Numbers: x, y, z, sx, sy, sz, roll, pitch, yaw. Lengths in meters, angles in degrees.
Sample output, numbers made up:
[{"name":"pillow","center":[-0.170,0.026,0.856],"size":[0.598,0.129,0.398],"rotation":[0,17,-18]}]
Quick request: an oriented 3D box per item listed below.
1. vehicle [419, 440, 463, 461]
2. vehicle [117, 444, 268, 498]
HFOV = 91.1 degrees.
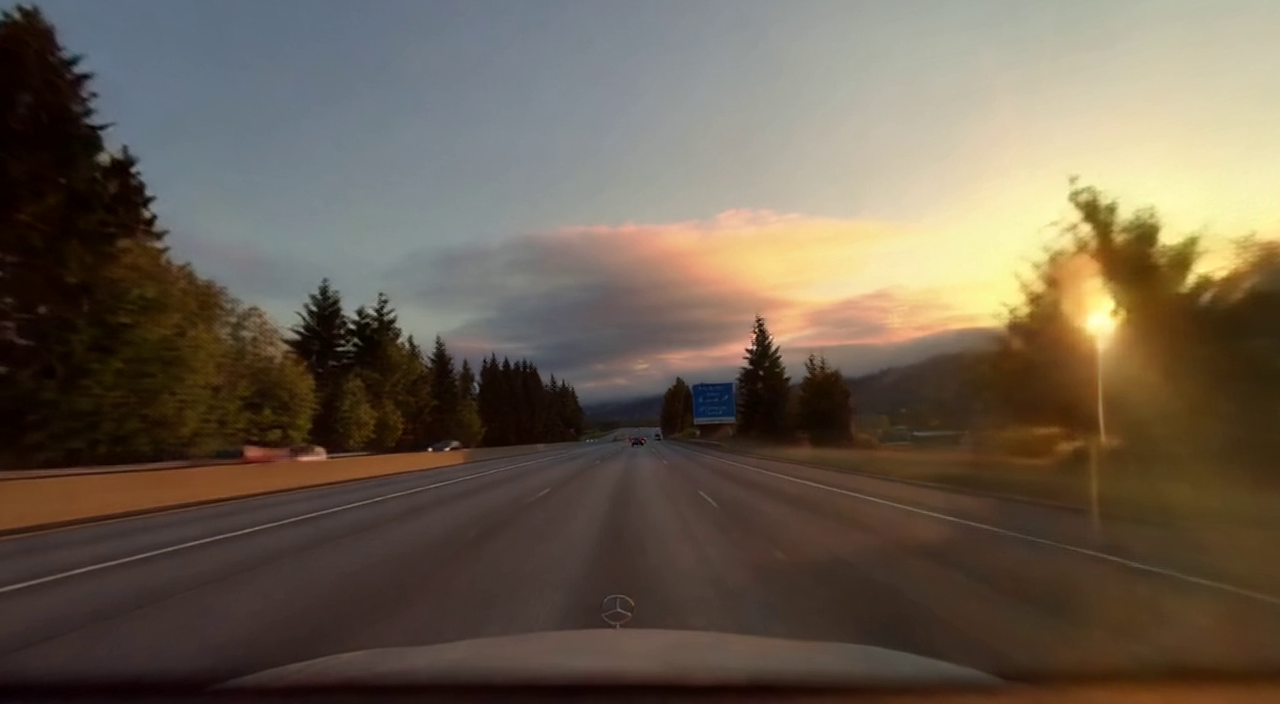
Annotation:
[{"name":"vehicle","center":[-15.064,7.439,47.781],"size":[1.994,1.455,4.162],"rotation":[0,-8,0]},{"name":"vehicle","center":[-13.352,3.528,19.066],"size":[1.801,1.390,3.799],"rotation":[0,-8,-1]}]
